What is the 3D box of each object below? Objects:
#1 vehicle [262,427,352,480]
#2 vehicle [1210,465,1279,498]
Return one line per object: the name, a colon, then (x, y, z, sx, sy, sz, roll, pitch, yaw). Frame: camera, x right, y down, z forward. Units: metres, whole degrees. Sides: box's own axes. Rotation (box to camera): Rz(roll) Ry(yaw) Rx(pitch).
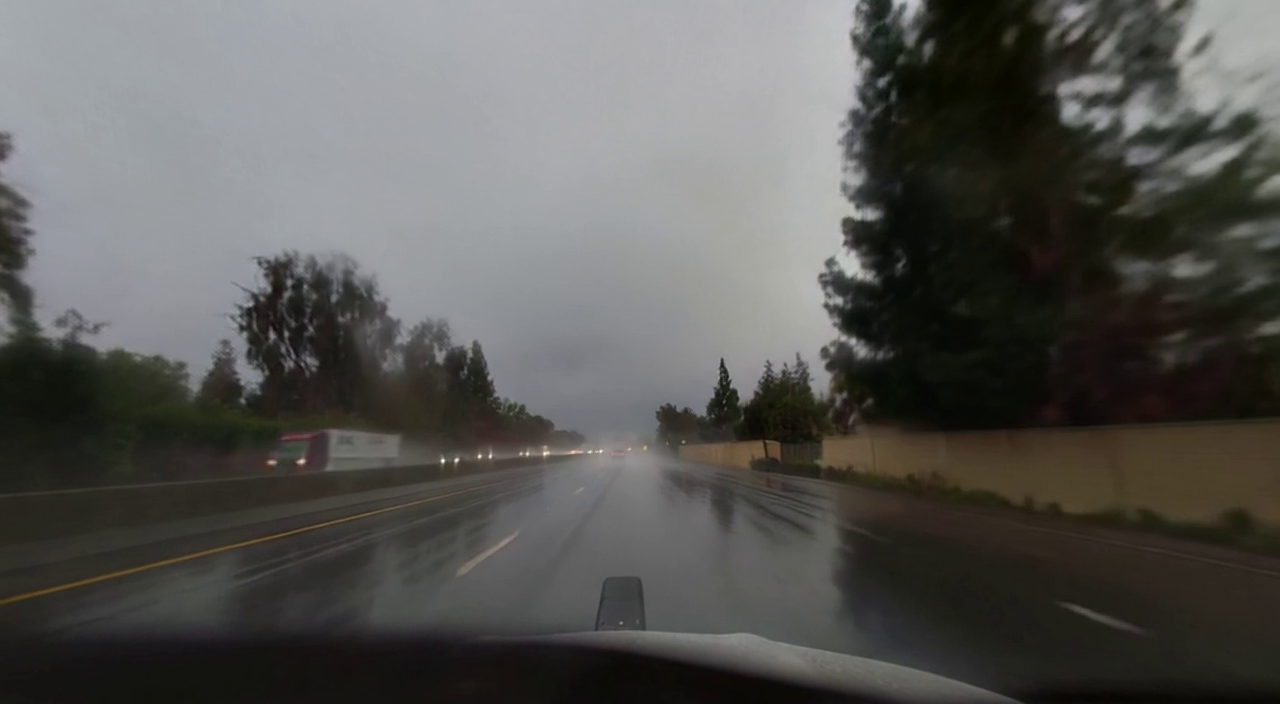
vehicle: (-24.839, 7.609, 47.434, 3.058, 3.666, 6.589, 0, -9, 0)
vehicle: (38.947, 8.015, 39.220, 4.941, 1.920, 2.002, 1, -9, -4)
